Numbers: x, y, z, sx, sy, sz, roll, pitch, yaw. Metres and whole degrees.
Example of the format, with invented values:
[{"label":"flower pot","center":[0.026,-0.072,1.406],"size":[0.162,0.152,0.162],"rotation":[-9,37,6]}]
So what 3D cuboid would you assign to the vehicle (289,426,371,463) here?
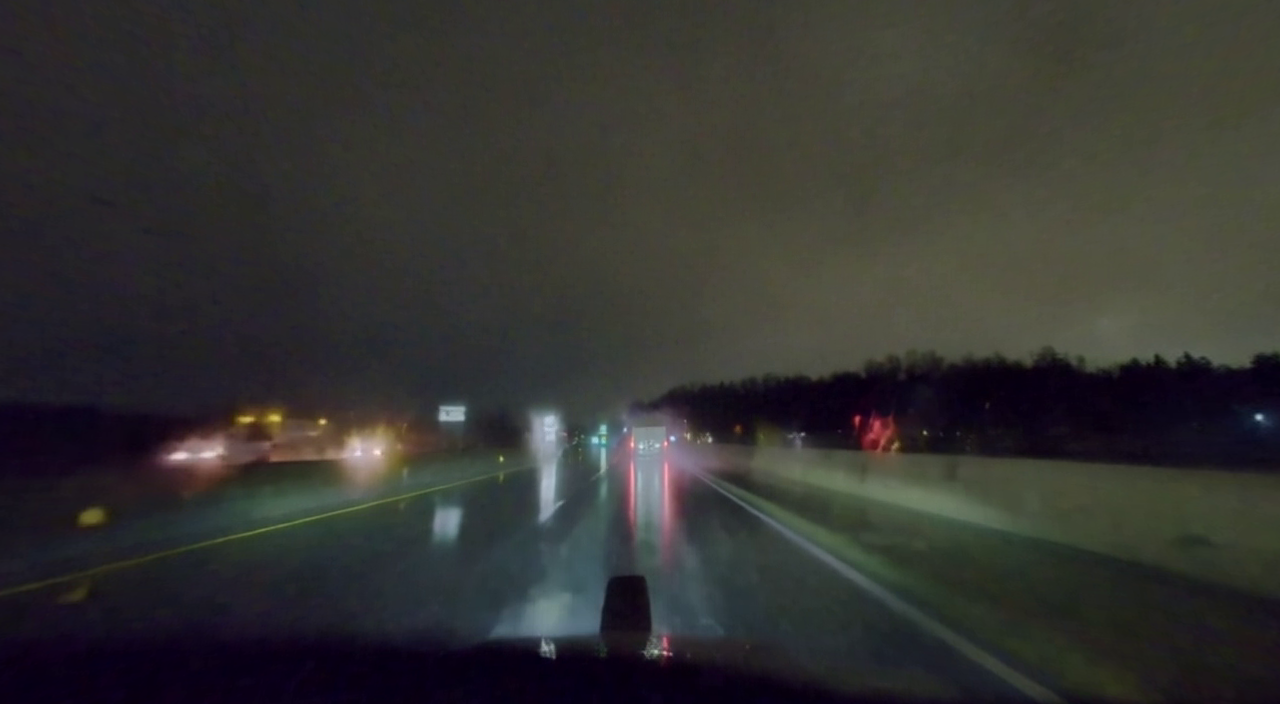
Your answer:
[{"label":"vehicle","center":[-16.254,4.842,33.237],"size":[1.891,1.776,4.615],"rotation":[-1,-8,1]}]

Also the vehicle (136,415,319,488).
[{"label":"vehicle","center":[-16.477,4.042,25.937],"size":[2.575,2.531,7.355],"rotation":[1,-8,-1]}]

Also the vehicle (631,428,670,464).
[{"label":"vehicle","center":[0.655,5.921,39.646],"size":[2.277,2.109,4.922],"rotation":[1,-8,1]}]
